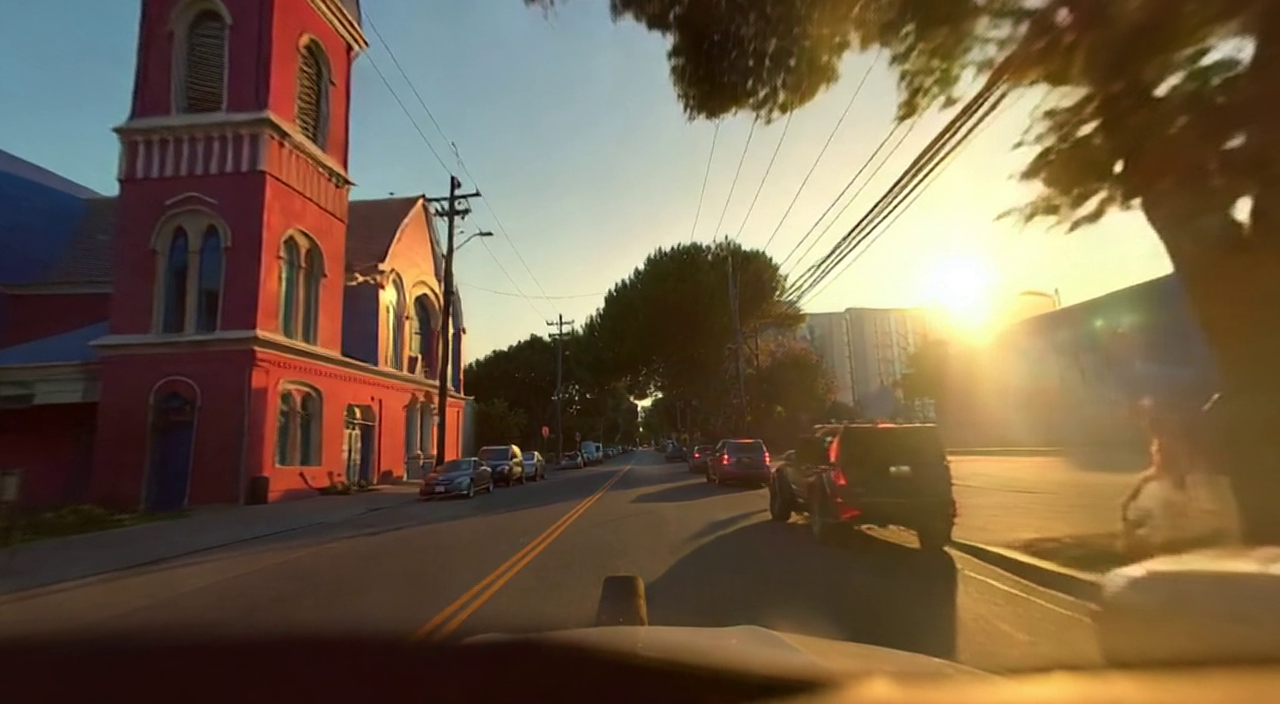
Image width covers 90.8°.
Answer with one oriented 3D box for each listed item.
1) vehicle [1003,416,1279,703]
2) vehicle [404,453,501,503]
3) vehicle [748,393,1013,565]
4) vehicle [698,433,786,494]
[{"bbox_3d":[3.102,0.828,1.285,1.966,1.471,4.552,0,-9,-1],"label":"vehicle"},{"bbox_3d":[-6.276,4.255,21.743,1.844,1.486,4.474,-1,-9,2],"label":"vehicle"},{"bbox_3d":[3.234,1.863,9.913,2.263,1.996,4.870,0,-9,1],"label":"vehicle"},{"bbox_3d":[3.350,3.789,21.789,2.182,1.824,4.622,0,-9,-1],"label":"vehicle"}]
